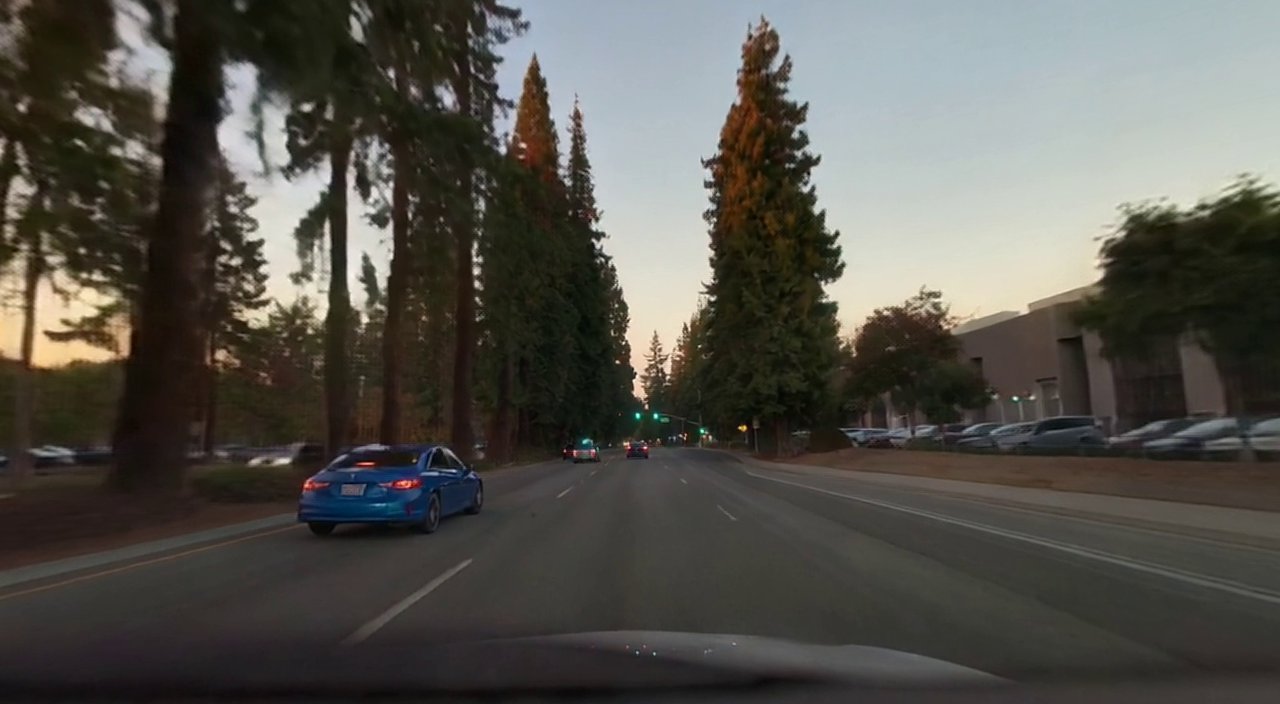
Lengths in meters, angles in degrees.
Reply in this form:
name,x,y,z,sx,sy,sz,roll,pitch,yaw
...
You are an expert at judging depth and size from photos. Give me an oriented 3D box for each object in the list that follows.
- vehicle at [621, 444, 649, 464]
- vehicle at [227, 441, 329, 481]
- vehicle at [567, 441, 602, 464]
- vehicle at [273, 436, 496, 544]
name,x,y,z,sx,sy,sz,roll,pitch,yaw
vehicle,-0.393,7.642,47.644,1.991,1.431,4.199,0,-9,-1
vehicle,-16.484,4.969,29.102,1.973,1.660,4.705,0,-8,-1
vehicle,-3.999,7.364,46.271,2.103,1.592,4.160,0,-8,1
vehicle,-3.891,2.163,10.616,1.905,1.418,4.396,0,-8,0
